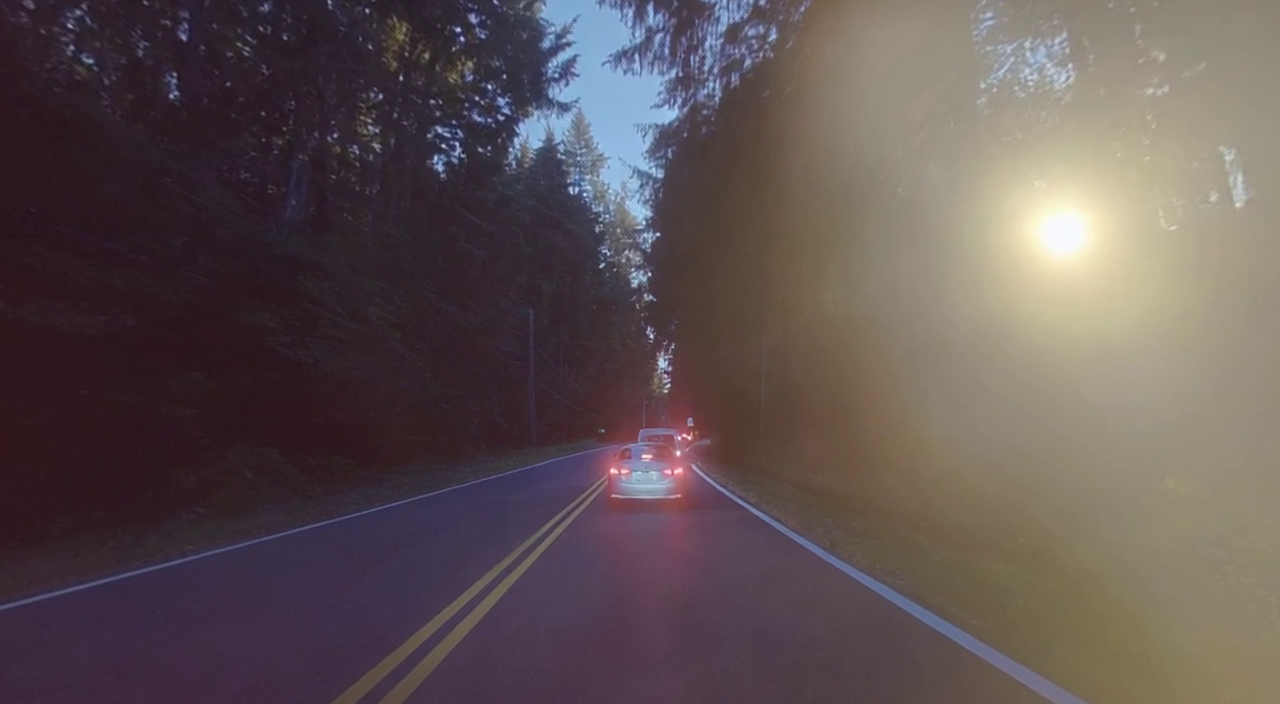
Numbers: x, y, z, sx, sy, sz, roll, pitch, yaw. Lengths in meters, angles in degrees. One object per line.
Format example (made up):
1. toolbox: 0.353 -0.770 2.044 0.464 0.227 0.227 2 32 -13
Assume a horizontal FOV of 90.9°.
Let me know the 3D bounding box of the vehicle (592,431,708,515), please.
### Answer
1. vehicle: 0.163 2.459 13.289 2.081 1.503 3.726 0 -8 -1
